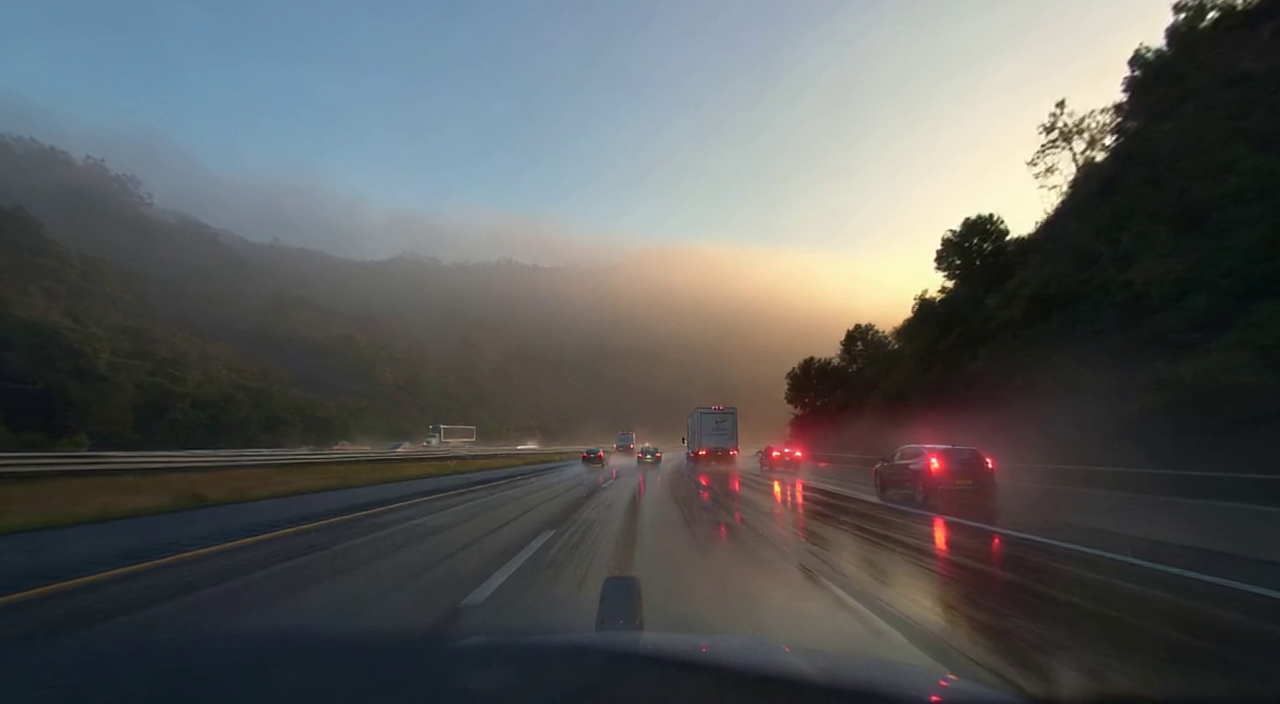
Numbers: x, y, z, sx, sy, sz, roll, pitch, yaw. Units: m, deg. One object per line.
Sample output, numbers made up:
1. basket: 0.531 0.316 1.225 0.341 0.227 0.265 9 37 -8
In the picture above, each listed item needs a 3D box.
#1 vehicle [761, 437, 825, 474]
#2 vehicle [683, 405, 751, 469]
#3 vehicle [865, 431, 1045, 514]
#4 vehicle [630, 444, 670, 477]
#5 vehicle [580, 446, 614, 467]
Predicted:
1. vehicle: 7.965 5.428 33.259 2.143 1.775 4.729 0 -9 0
2. vehicle: 4.717 5.613 41.071 3.130 3.607 11.129 0 -9 0
3. vehicle: 7.262 2.811 15.172 2.044 1.676 4.421 0 -9 0
4. vehicle: 0.464 5.383 31.476 1.866 1.492 3.932 0 -9 0
5. vehicle: -3.127 7.702 46.570 2.132 1.506 4.256 0 -9 0
